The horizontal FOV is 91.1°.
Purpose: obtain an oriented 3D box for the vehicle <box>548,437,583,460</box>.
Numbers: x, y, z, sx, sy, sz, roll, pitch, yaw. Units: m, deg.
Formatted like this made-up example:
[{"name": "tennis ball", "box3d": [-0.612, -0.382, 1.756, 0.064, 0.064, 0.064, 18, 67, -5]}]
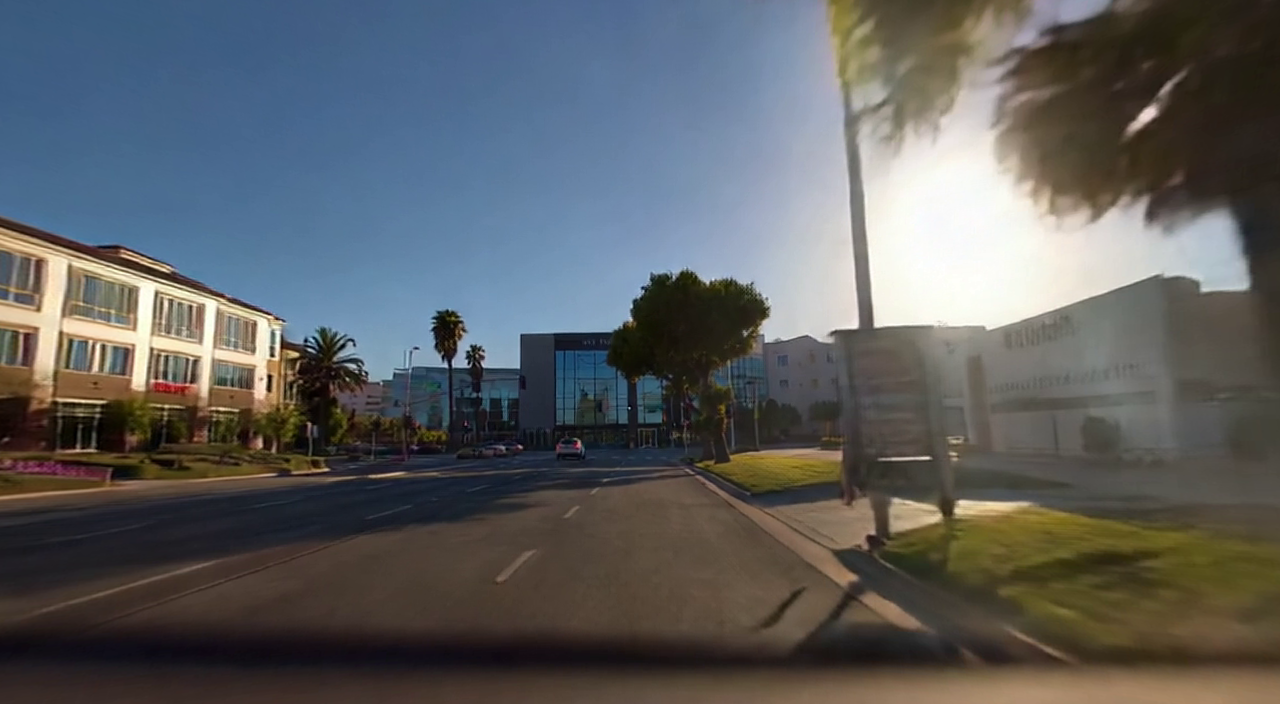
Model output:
[{"name": "vehicle", "box3d": [-5.888, 7.649, 49.964, 2.121, 1.731, 4.707, 0, -8, 1]}]
